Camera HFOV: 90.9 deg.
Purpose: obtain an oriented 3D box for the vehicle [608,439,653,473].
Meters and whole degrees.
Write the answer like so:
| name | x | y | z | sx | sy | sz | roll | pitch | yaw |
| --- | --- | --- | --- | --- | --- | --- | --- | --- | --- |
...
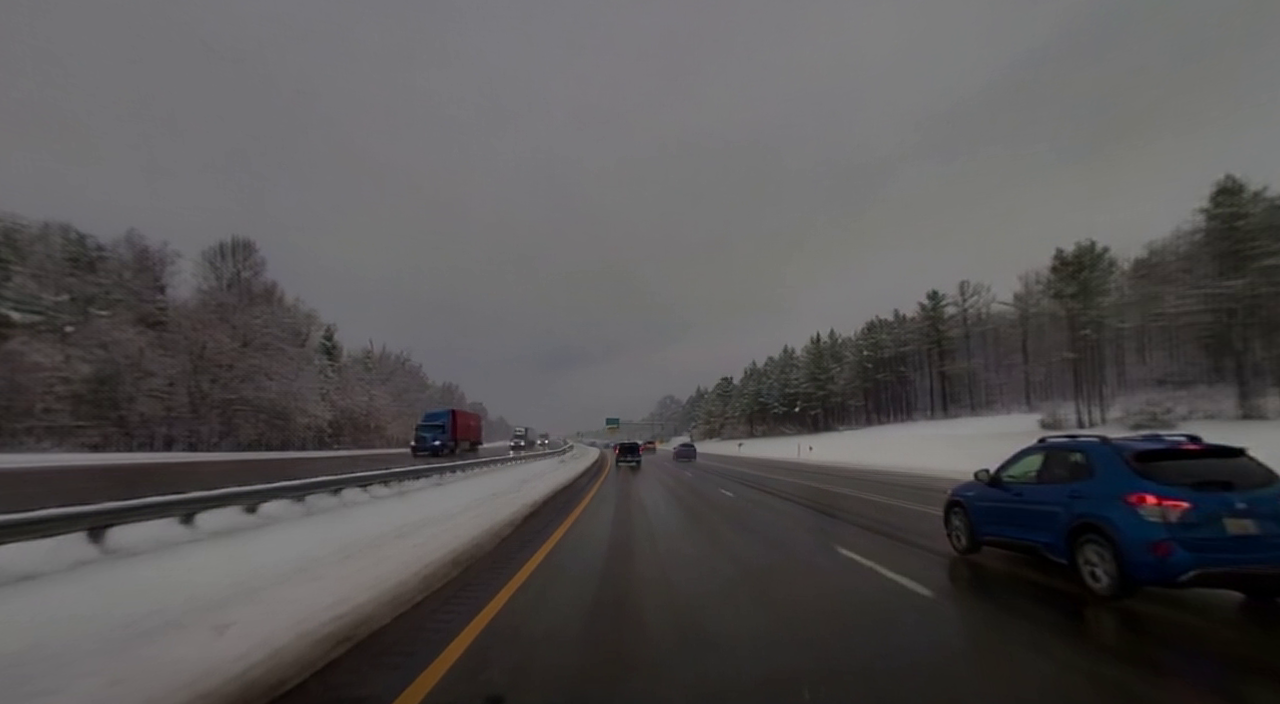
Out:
| name | x | y | z | sx | sy | sz | roll | pitch | yaw |
| --- | --- | --- | --- | --- | --- | --- | --- | --- | --- |
| vehicle | -0.486 | 5.037 | 30.554 | 2.050 | 1.534 | 3.771 | 0 | -9 | -2 |

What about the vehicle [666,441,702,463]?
| name | x | y | z | sx | sy | sz | roll | pitch | yaw |
| --- | --- | --- | --- | --- | --- | --- | --- | --- | --- |
| vehicle | 3.091 | 7.189 | 45.186 | 2.008 | 1.504 | 4.291 | 1 | -9 | -4 |

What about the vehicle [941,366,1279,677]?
| name | x | y | z | sx | sy | sz | roll | pitch | yaw |
| --- | --- | --- | --- | --- | --- | --- | --- | --- | --- |
| vehicle | 4.382 | 1.157 | 4.998 | 2.013 | 1.623 | 3.916 | 0 | -9 | 0 |
